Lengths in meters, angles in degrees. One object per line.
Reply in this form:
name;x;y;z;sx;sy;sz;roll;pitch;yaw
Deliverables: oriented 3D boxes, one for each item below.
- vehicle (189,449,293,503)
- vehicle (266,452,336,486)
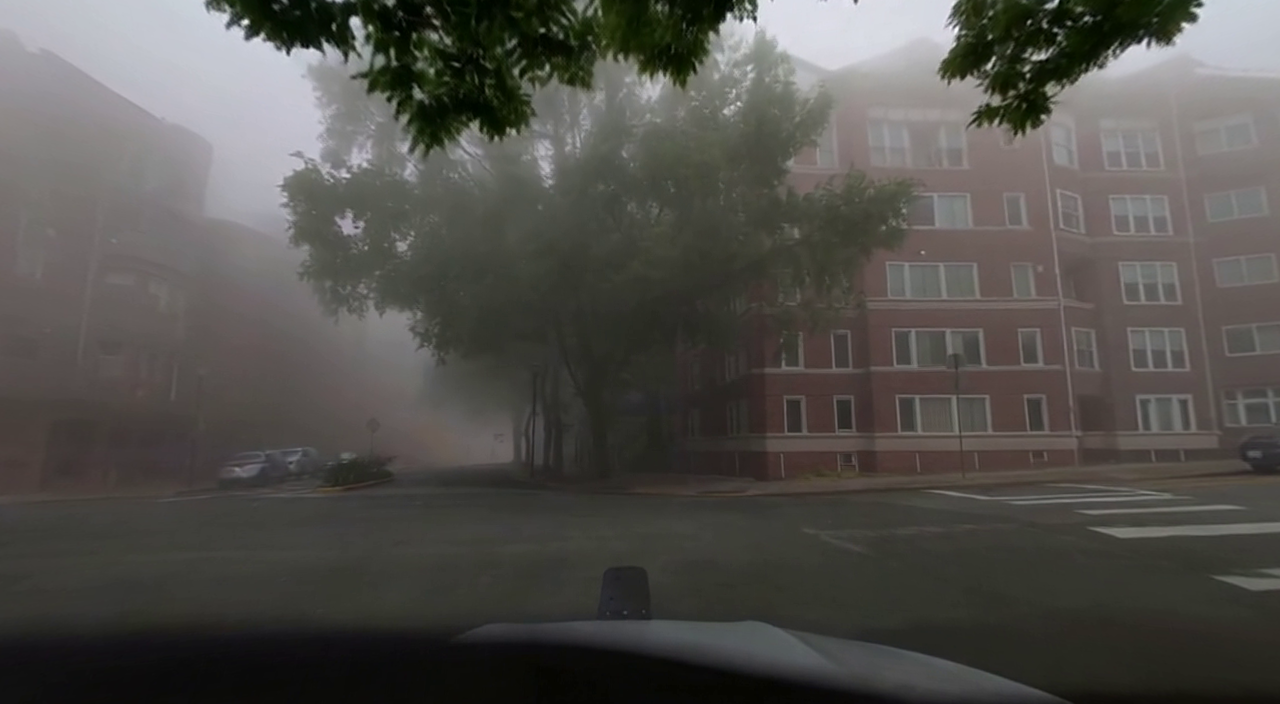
vehicle;-13.219;4.064;21.206;2.027;1.475;4.522;0;-8;-21
vehicle;-16.321;5.630;30.591;1.941;1.442;4.384;2;-9;-15
